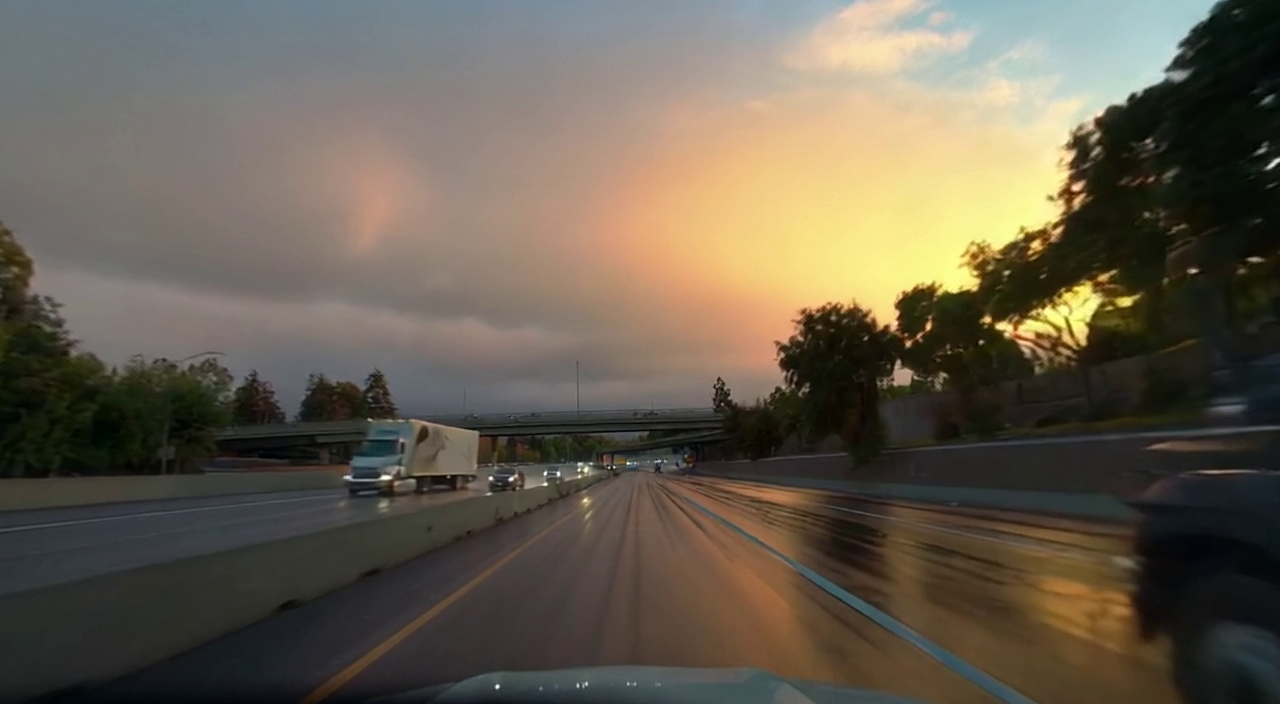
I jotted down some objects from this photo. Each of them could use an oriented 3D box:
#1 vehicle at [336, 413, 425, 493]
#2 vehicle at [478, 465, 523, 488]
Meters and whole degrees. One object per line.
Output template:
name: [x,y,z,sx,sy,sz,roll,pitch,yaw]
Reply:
vehicle: [-13.488,5.316,33.059,3.038,3.896,3.252,1,-10,0]
vehicle: [-9.115,8.189,41.540,1.903,1.395,4.235,1,-10,1]
